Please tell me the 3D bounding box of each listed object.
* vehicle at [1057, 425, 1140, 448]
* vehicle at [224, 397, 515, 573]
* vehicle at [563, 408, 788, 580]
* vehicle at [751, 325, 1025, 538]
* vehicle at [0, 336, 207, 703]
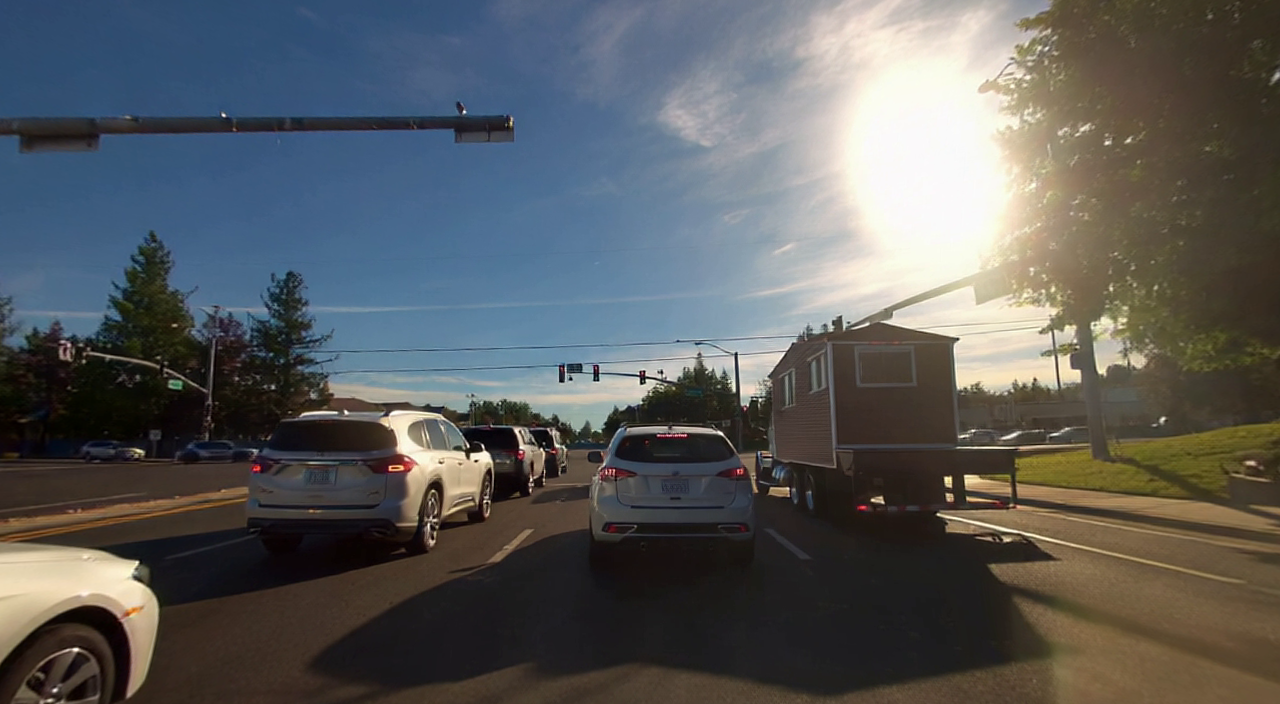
[{"bbox_3d":[33.164,6.151,45.881,4.671,1.595,1.824,-5,-10,31],"label":"vehicle"},{"bbox_3d":[-3.268,1.717,8.852,2.085,1.812,4.388,0,-9,0],"label":"vehicle"},{"bbox_3d":[0.353,1.698,8.318,2.189,1.649,4.171,0,-9,0],"label":"vehicle"},{"bbox_3d":[3.681,1.417,11.020,2.531,2.750,5.595,0,-8,1],"label":"vehicle"},{"bbox_3d":[-3.431,0.673,1.475,1.952,1.730,4.116,0,-9,-1],"label":"vehicle"}]
